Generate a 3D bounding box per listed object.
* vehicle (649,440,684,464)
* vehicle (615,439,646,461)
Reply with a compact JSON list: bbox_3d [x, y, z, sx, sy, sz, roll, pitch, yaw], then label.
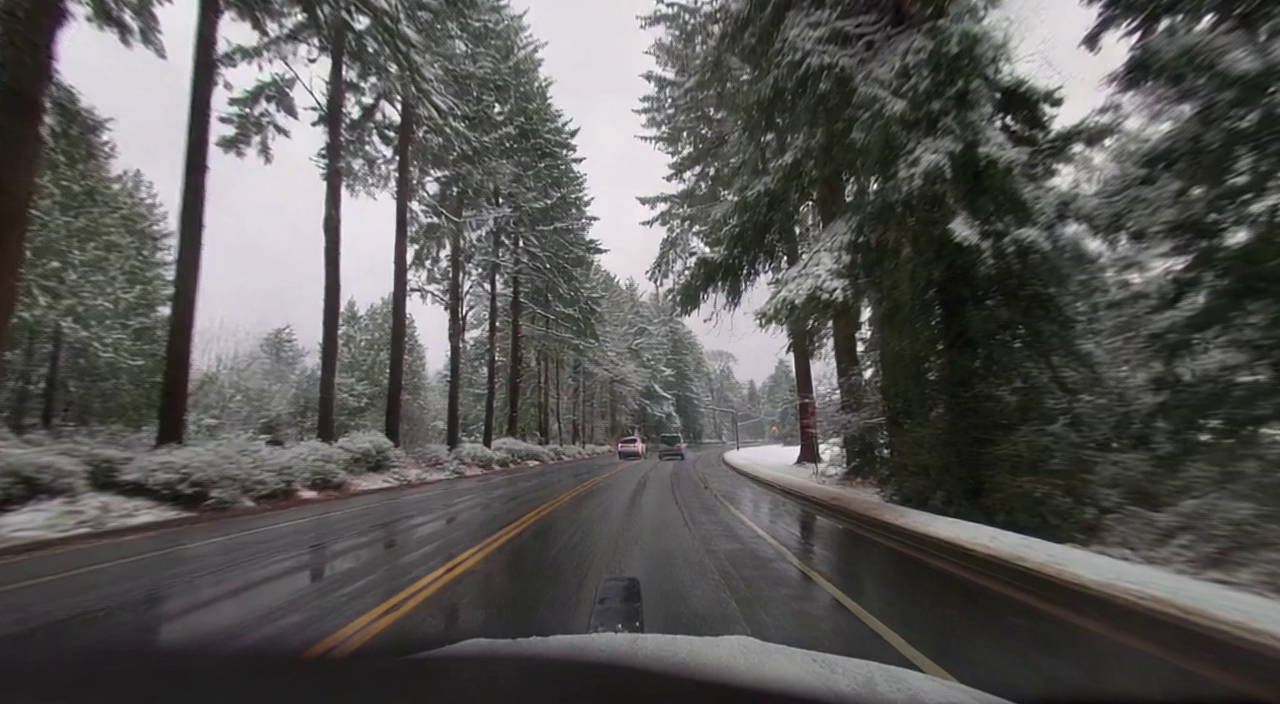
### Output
[{"bbox_3d":[1.755,6.438,40.773,2.071,1.474,4.047,-1,-8,5],"label":"vehicle"},{"bbox_3d":[-0.676,7.631,49.311,1.863,1.557,3.926,-1,-8,7],"label":"vehicle"}]
